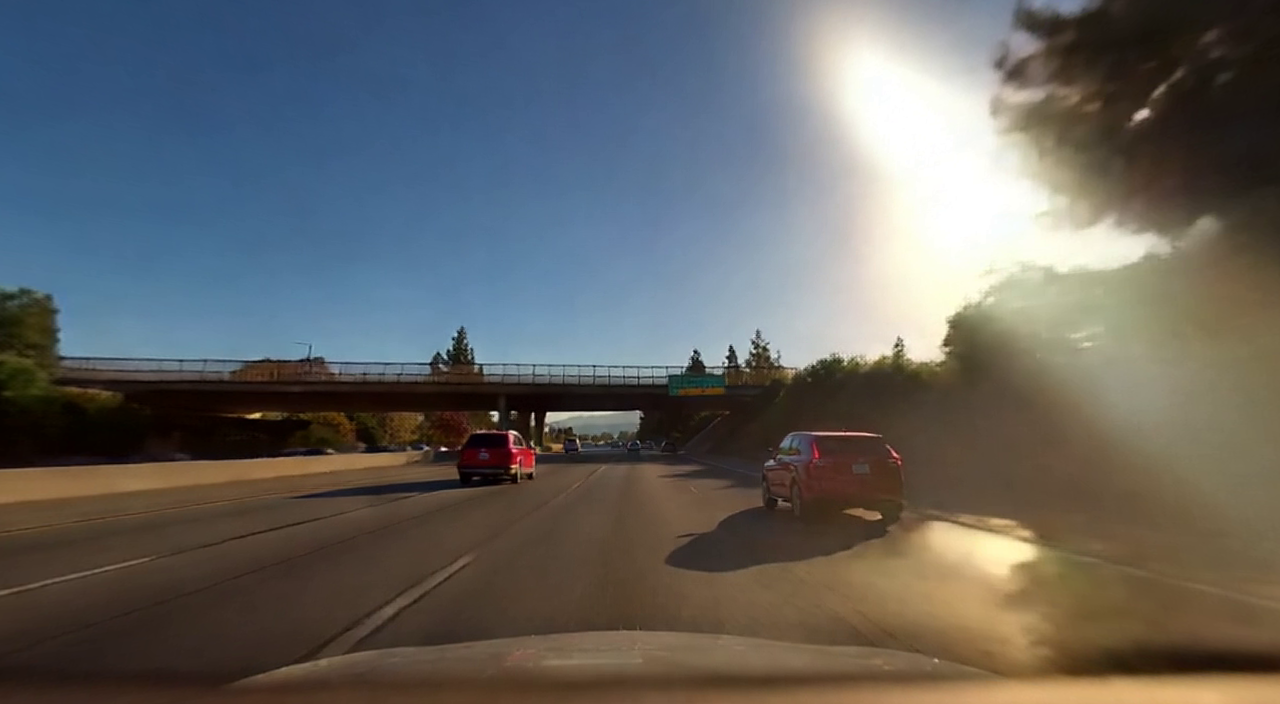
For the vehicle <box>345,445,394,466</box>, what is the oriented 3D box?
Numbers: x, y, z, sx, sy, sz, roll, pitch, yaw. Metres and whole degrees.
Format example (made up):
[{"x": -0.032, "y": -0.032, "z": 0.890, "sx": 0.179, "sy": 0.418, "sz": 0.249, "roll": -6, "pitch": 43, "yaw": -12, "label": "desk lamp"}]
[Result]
[{"x": -19.849, "y": 7.575, "z": 46.514, "sx": 1.770, "sy": 1.469, "sz": 4.265, "roll": 0, "pitch": -9, "yaw": -1, "label": "vehicle"}]

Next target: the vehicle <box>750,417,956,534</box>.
[{"x": 3.632, "y": 2.212, "z": 11.883, "sx": 2.185, "sy": 1.749, "sz": 4.477, "roll": 0, "pitch": -9, "yaw": -1, "label": "vehicle"}]

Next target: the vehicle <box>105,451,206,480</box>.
[{"x": -27.323, "y": 6.390, "z": 35.885, "sx": 1.852, "sy": 1.484, "sz": 4.894, "roll": 0, "pitch": -9, "yaw": 0, "label": "vehicle"}]

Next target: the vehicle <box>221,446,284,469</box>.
[{"x": -30.007, "y": 8.170, "z": 49.115, "sx": 1.952, "sy": 1.656, "sz": 4.611, "roll": 0, "pitch": -9, "yaw": 0, "label": "vehicle"}]

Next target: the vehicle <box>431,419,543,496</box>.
[{"x": -4.132, "y": 2.957, "z": 17.927, "sx": 2.018, "sy": 1.872, "sz": 4.728, "roll": 0, "pitch": -9, "yaw": -1, "label": "vehicle"}]
